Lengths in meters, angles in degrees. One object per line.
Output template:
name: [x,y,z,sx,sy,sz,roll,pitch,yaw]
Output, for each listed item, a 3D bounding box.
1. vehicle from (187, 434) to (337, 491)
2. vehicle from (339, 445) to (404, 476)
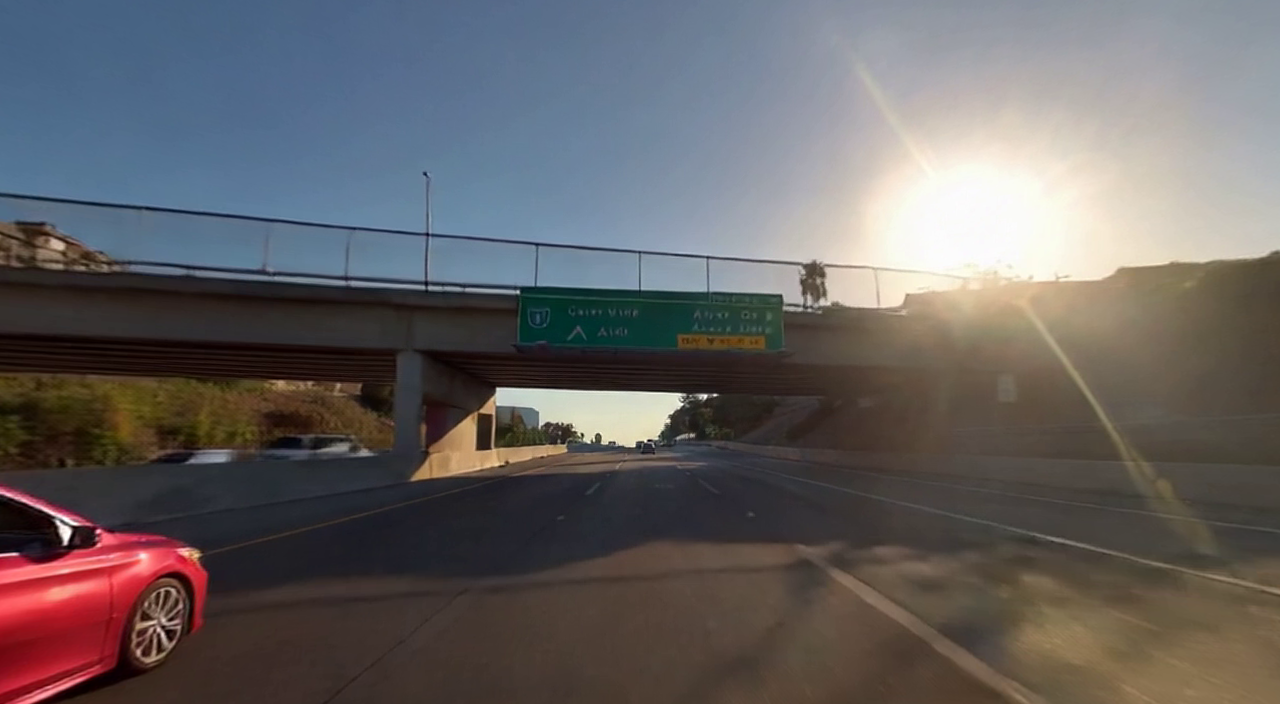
vehicle: [-11.870,3.476,20.268,2.020,1.615,4.537,0,-8,0]
vehicle: [-14.578,5.905,34.485,1.766,1.535,3.904,0,-8,0]
